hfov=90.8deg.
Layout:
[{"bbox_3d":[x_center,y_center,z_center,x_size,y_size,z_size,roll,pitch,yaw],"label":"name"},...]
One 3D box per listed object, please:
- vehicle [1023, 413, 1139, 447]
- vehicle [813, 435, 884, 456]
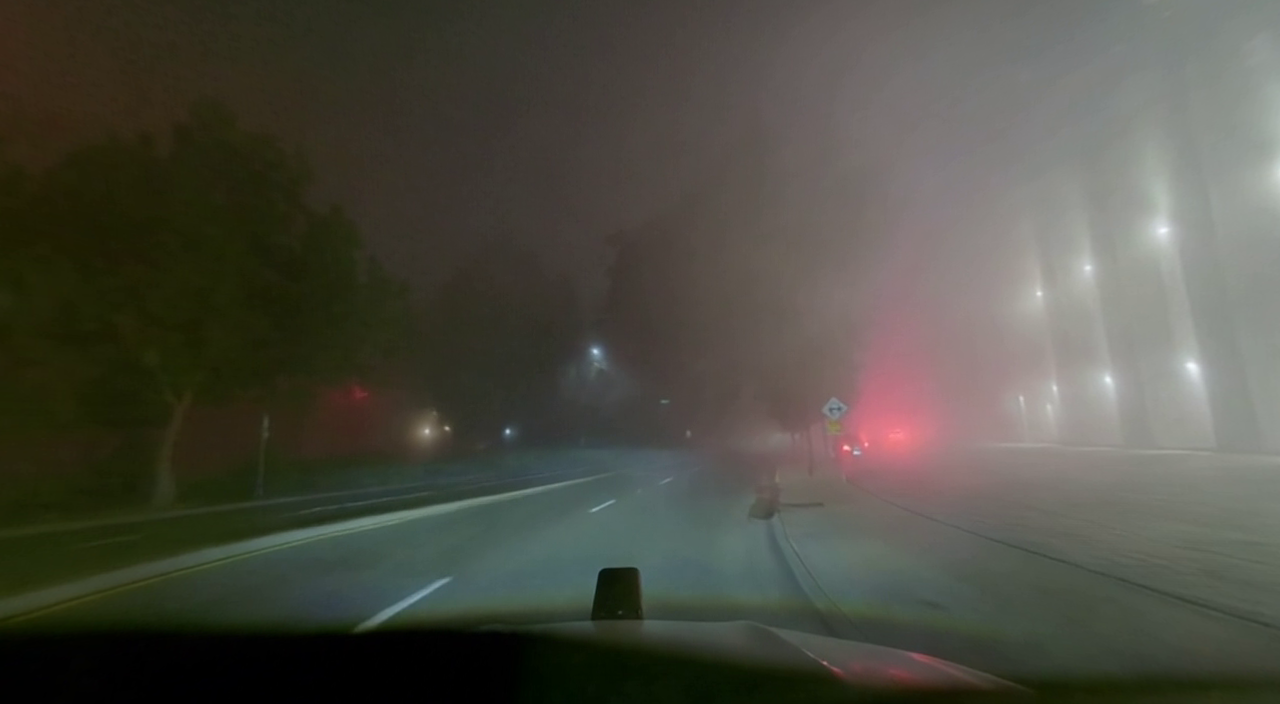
[{"bbox_3d":[24.159,4.340,34.709,4.871,1.757,2.014,-8,-11,42],"label":"vehicle"},{"bbox_3d":[14.005,6.276,42.476,4.218,1.385,1.830,3,-9,-19],"label":"vehicle"}]
